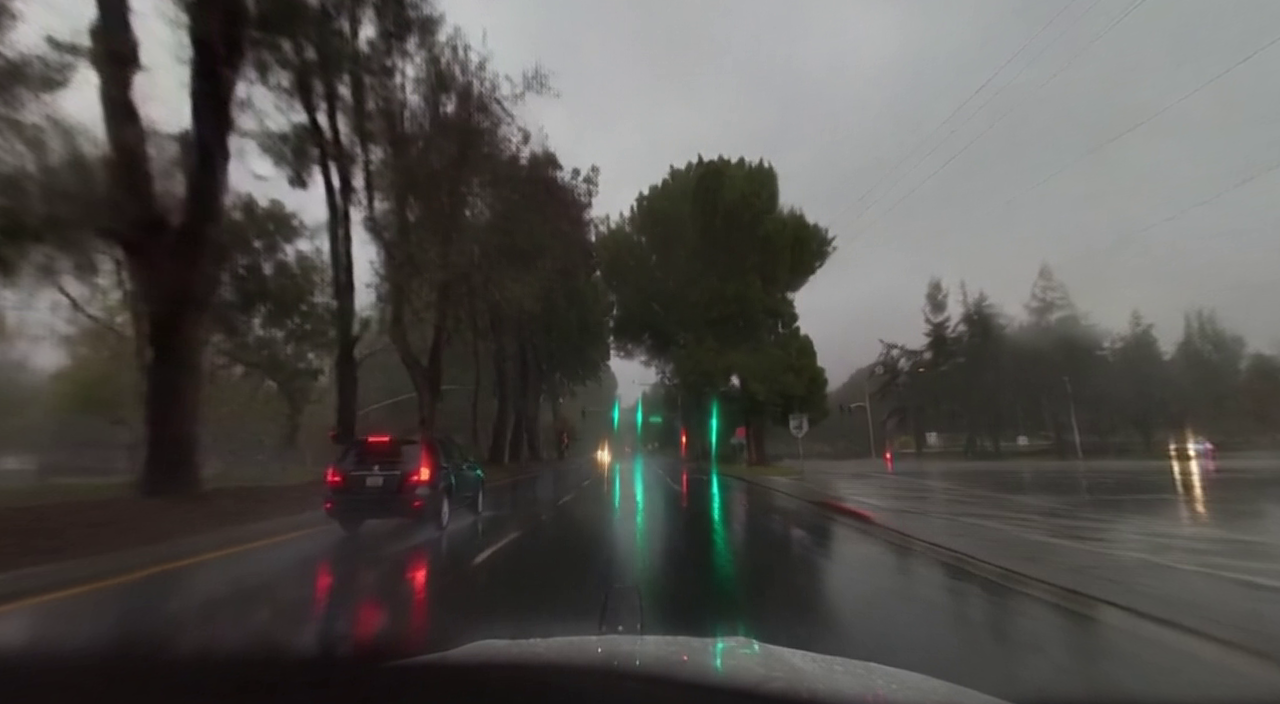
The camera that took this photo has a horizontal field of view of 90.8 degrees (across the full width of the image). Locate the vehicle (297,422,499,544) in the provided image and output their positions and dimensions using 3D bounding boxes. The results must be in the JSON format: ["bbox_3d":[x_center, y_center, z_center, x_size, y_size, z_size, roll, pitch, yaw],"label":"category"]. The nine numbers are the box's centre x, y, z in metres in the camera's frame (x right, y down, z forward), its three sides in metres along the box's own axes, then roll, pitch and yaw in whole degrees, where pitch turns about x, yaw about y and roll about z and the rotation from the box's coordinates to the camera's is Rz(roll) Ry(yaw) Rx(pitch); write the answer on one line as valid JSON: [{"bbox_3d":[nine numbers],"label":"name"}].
[{"bbox_3d":[-3.982,2.213,11.254,2.018,1.769,3.897,0,-9,0],"label":"vehicle"}]
